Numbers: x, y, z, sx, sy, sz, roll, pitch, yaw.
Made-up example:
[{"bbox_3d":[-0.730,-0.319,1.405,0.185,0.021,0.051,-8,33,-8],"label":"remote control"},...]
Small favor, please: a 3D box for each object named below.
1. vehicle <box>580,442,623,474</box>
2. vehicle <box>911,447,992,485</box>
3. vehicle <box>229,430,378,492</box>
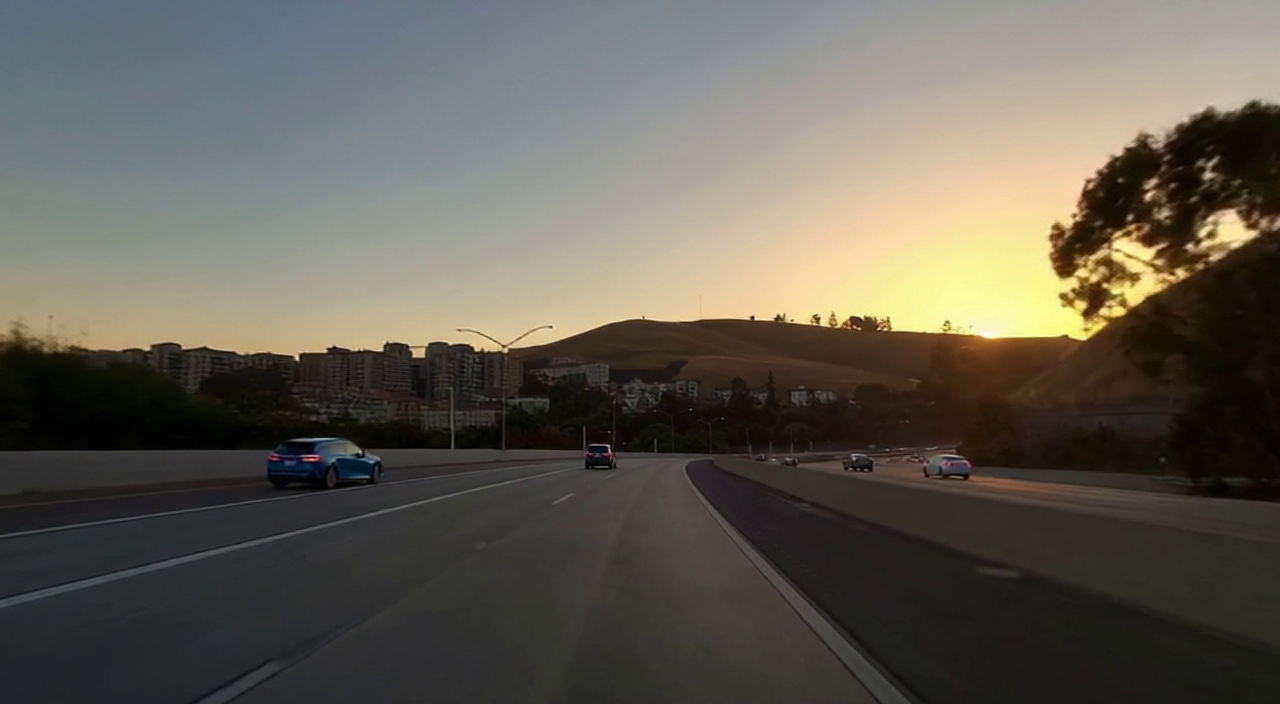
[{"bbox_3d":[-2.217,6.313,37.653,2.028,1.782,4.150,-1,-8,4],"label":"vehicle"},{"bbox_3d":[14.191,5.180,29.045,1.786,1.559,4.496,-1,-8,6],"label":"vehicle"},{"bbox_3d":[-10.525,3.433,20.231,2.039,1.746,4.528,-1,-8,4],"label":"vehicle"}]
